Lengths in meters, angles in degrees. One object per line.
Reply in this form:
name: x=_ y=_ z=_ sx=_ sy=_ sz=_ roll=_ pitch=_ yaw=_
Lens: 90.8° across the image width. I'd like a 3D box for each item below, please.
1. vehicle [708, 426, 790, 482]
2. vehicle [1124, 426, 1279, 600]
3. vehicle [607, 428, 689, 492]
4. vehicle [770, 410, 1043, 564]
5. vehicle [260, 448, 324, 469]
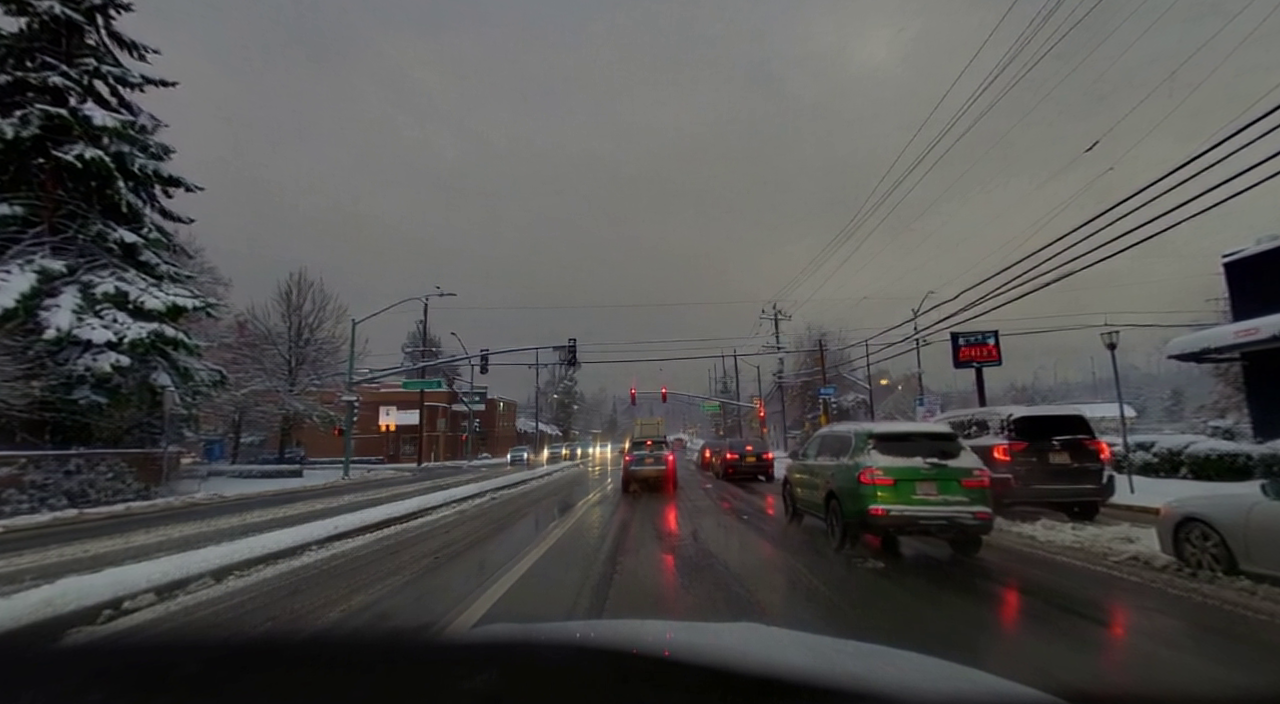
vehicle: x=3.786 y=3.678 z=22.906 sx=2.060 sy=1.789 sz=4.712 roll=0 pitch=-9 yaw=-1
vehicle: x=6.289 y=1.230 z=4.549 sx=1.906 sy=1.435 sz=4.670 roll=0 pitch=-9 yaw=0
vehicle: x=0.235 y=3.147 z=18.632 sx=2.149 sy=1.668 sz=3.962 roll=0 pitch=-9 yaw=1
vehicle: x=3.286 y=1.762 z=8.927 sx=1.998 sy=1.620 sz=4.267 roll=0 pitch=-9 yaw=1
vehicle: x=-27.463 y=8.388 z=49.977 sx=3.922 sy=1.620 sz=1.873 roll=2 pitch=-9 yaw=-12
